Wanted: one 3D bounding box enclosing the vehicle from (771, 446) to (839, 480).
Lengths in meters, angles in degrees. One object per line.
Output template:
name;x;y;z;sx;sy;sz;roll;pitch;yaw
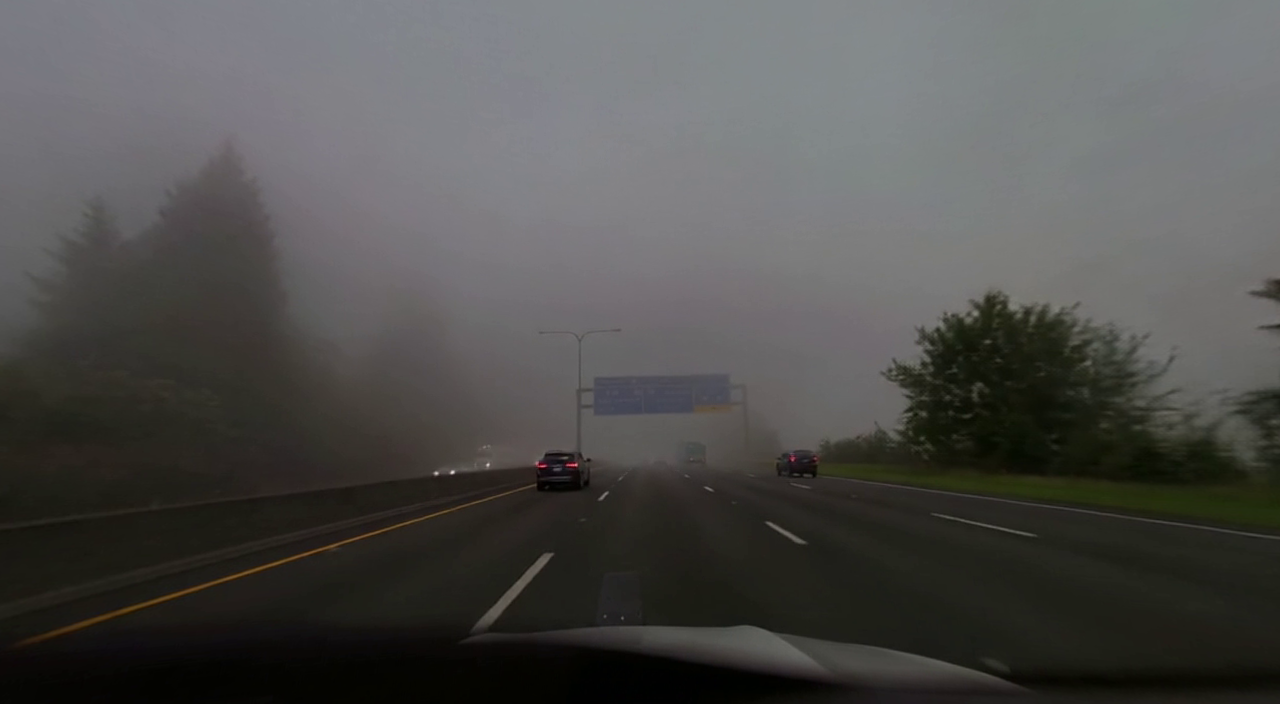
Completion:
vehicle;7.771;5.270;30.101;1.943;1.493;4.507;0;-9;-1

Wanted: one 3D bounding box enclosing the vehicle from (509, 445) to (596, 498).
vehicle;-2.776;3.910;21.075;2.191;1.563;4.318;0;-9;1
